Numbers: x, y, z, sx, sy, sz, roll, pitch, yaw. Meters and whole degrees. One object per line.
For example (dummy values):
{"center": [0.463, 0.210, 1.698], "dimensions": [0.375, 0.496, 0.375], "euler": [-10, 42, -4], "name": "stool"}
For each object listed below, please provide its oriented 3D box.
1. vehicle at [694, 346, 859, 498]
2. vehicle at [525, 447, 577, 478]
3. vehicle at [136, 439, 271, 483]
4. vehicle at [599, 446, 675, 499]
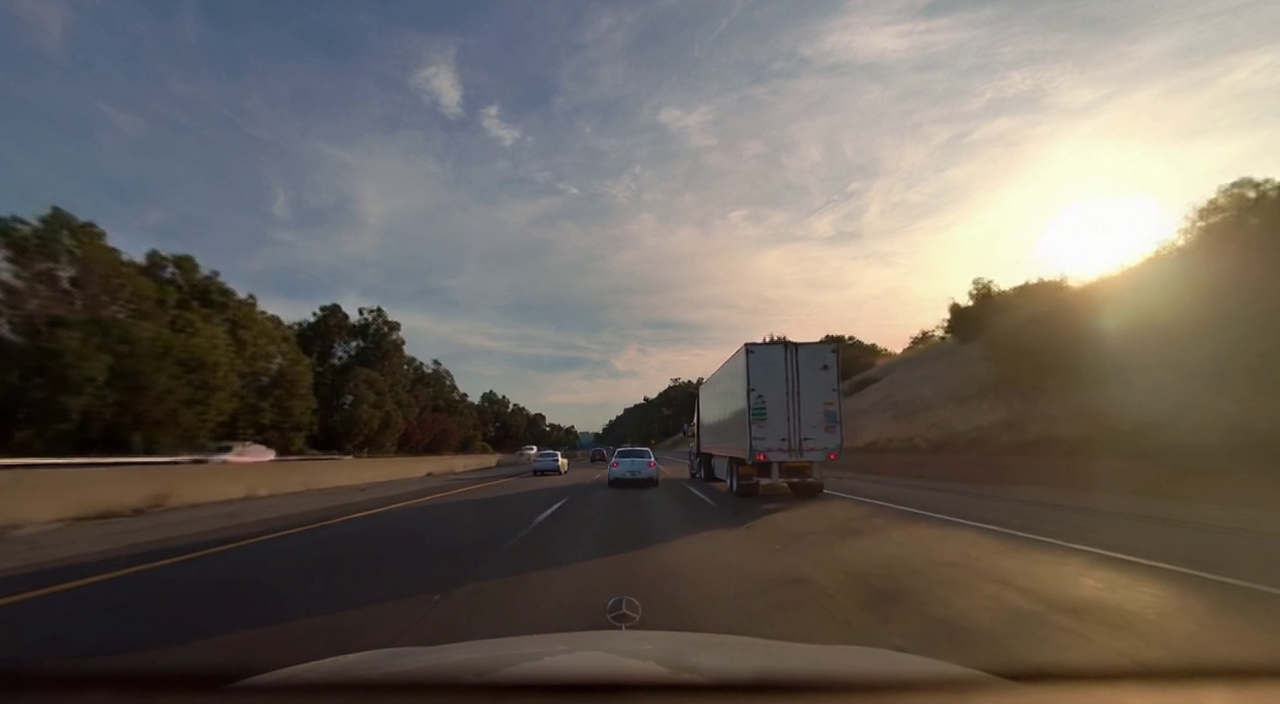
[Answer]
{"center": [4.285, 2.975, 24.223], "dimensions": [2.905, 4.109, 14.332], "euler": [0, -9, -1], "name": "vehicle"}
{"center": [-4.484, 5.611, 32.364], "dimensions": [2.017, 1.460, 4.382], "euler": [0, -9, 0], "name": "vehicle"}
{"center": [-16.061, 4.036, 23.526], "dimensions": [1.882, 1.460, 4.404], "euler": [0, -9, 0], "name": "vehicle"}
{"center": [-0.099, 3.553, 18.949], "dimensions": [2.023, 1.400, 4.028], "euler": [0, -9, -1], "name": "vehicle"}
